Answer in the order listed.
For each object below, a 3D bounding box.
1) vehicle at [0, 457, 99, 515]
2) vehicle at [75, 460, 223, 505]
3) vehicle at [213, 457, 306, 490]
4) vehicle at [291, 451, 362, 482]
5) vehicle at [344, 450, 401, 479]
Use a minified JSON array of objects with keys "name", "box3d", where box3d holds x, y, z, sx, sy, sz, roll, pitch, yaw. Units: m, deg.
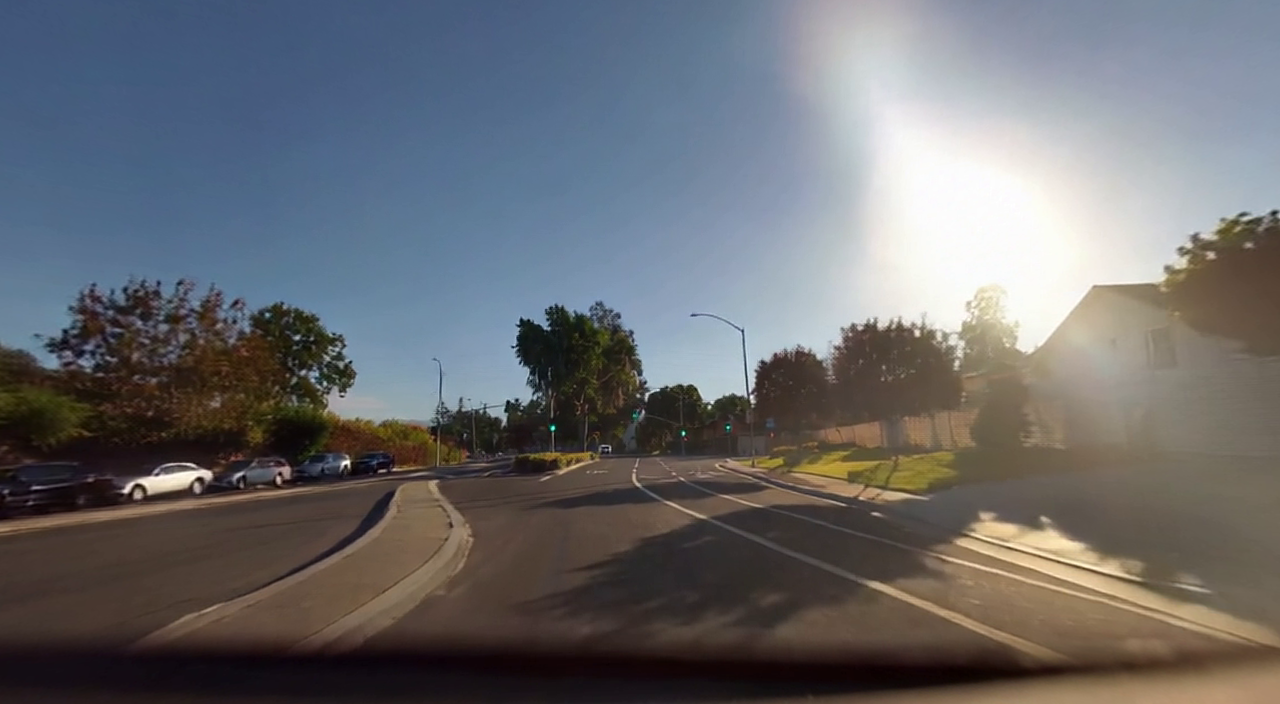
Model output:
[{"name":"vehicle","box3d":[-21.228,4.448,21.059,1.974,1.704,4.628,0,-8,3]},{"name":"vehicle","box3d":[-20.903,5.527,27.212,1.954,1.575,5.225,-1,-8,3]},{"name":"vehicle","box3d":[-20.610,6.577,34.419,1.883,1.506,4.863,0,-8,3]},{"name":"vehicle","box3d":[-20.468,7.453,41.396,2.148,1.856,4.632,0,-8,3]},{"name":"vehicle","box3d":[-20.024,8.412,47.408,2.050,1.697,4.838,-4,-7,2]}]
